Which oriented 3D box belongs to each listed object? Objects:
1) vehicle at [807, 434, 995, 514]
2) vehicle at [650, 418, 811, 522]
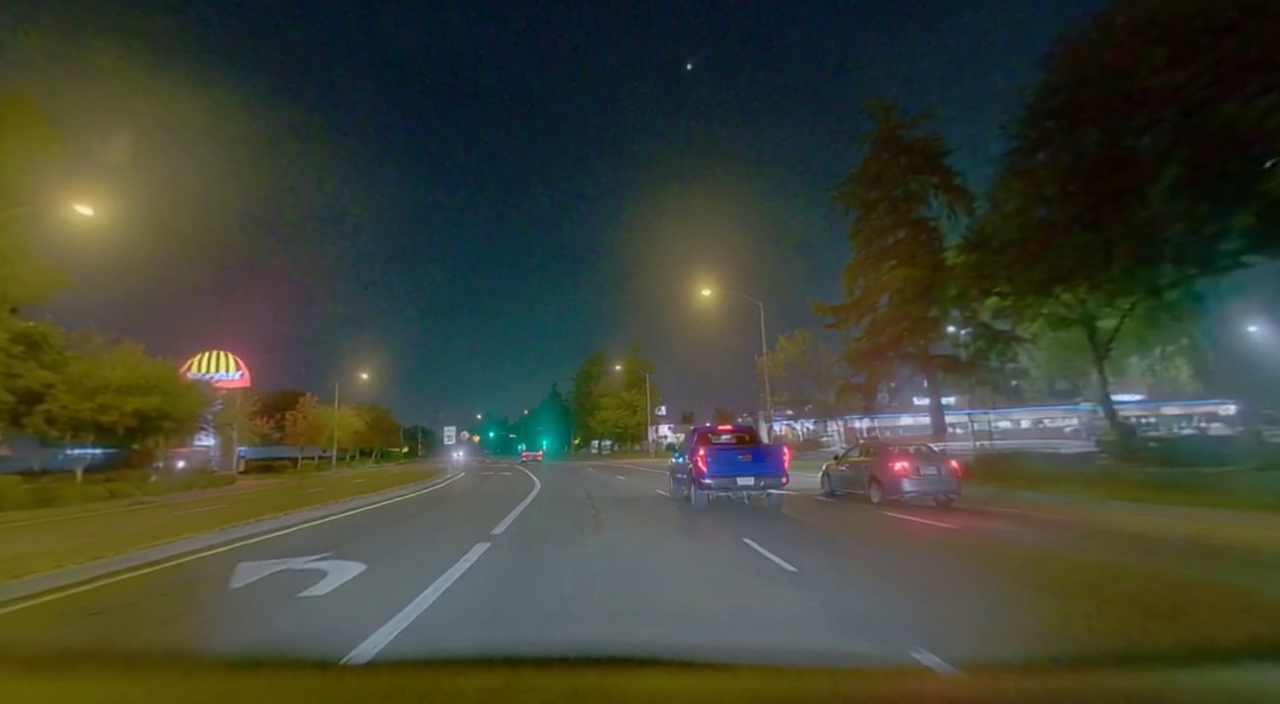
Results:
[{"bbox_3d":[5.490,2.607,14.041,1.986,1.480,4.296,1,-8,-6],"label":"vehicle"},{"bbox_3d":[1.597,2.379,13.336,2.214,1.749,4.998,1,-8,-5],"label":"vehicle"}]
